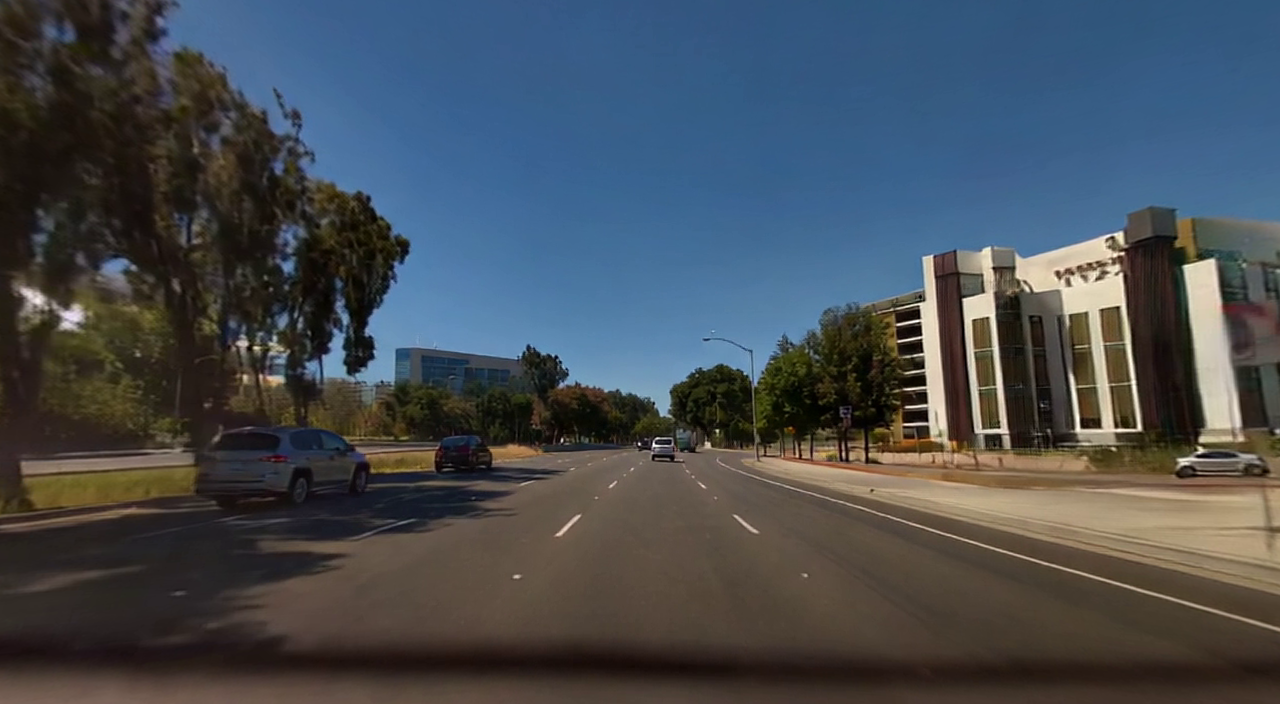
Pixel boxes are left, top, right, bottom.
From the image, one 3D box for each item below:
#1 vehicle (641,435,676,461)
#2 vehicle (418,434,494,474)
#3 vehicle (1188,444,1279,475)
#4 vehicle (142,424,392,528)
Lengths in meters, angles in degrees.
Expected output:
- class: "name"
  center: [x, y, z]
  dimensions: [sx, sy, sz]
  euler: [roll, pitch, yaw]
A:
- class: "vehicle"
  center: [1.424, 7.096, 46.475]
  dimensions: [2.345, 1.803, 4.261]
  euler: [-1, -8, 4]
- class: "vehicle"
  center: [-8.843, 4.961, 30.805]
  dimensions: [2.097, 1.782, 4.682]
  euler: [-1, -8, 3]
- class: "vehicle"
  center: [31.872, 5.564, 32.997]
  dimensions: [1.966, 1.494, 4.685]
  euler: [0, -8, -4]
- class: "vehicle"
  center: [-7.184, 2.418, 12.910]
  dimensions: [2.181, 1.728, 4.515]
  euler: [-1, -8, 3]
